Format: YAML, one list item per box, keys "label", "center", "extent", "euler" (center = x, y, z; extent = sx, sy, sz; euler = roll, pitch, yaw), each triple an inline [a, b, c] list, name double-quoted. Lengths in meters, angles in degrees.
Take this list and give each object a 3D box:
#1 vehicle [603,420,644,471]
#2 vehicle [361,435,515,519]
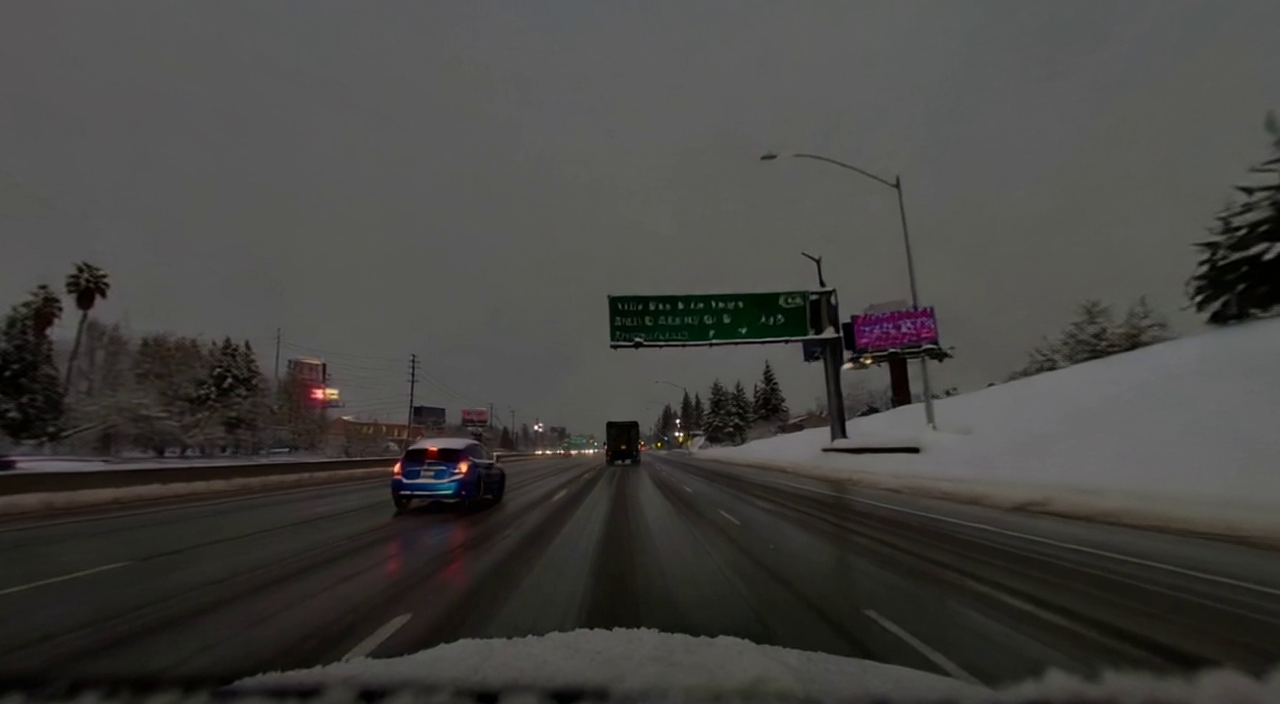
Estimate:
- label: "vehicle"
  center: [-1.081, 5.971, 40.339]
  extent: [2.364, 2.953, 6.495]
  euler: [0, -9, -2]
- label: "vehicle"
  center: [-4.363, 2.769, 14.616]
  extent: [2.021, 1.598, 4.887]
  euler: [0, -9, -1]
